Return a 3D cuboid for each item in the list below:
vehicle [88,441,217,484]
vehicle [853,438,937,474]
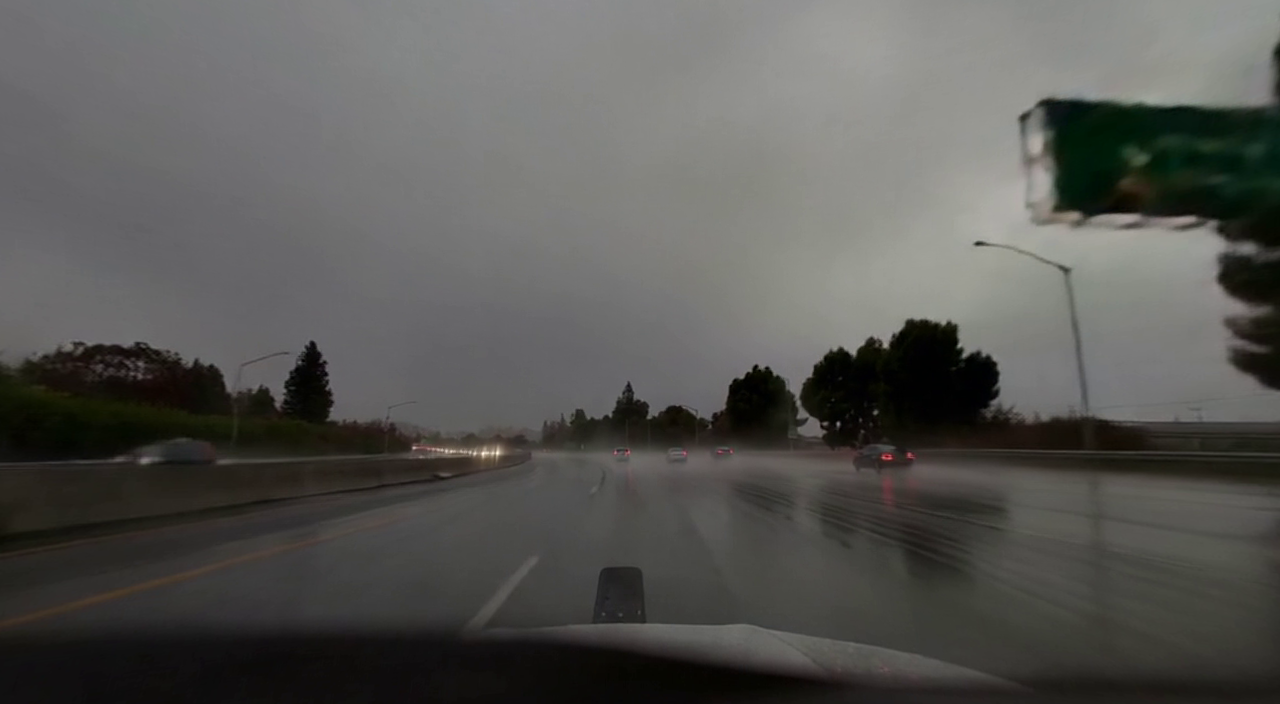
[{"bbox_3d":[-25.943,5.887,33.917,2.275,2.108,6.034,0,-9,-2],"label":"vehicle"},{"bbox_3d":[13.699,5.649,34.269,2.107,1.803,5.385,0,-9,-2],"label":"vehicle"}]
